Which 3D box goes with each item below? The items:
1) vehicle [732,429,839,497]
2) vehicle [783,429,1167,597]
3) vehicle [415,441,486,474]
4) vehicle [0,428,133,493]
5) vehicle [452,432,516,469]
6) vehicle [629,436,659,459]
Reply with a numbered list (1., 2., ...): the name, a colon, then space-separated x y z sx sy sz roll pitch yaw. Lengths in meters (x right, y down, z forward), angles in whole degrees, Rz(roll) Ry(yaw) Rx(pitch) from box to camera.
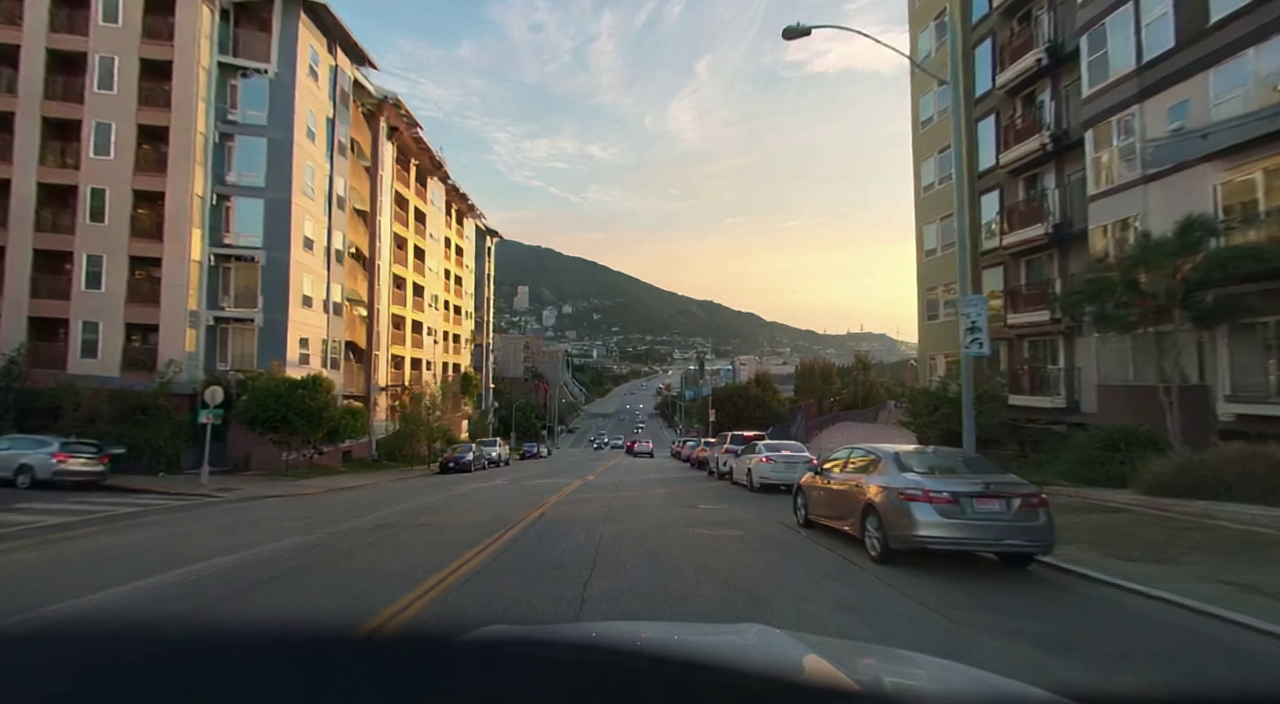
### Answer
1. vehicle: 3.731 2.892 16.721 1.946 1.607 3.082 0 -8 -3
2. vehicle: 3.486 1.765 8.008 2.107 1.439 4.938 0 -8 -1
3. vehicle: -9.528 5.346 32.162 2.089 1.549 4.597 0 -8 1
4. vehicle: -17.182 2.992 17.545 4.278 1.667 2.085 0 -8 -1
5. vehicle: -9.287 5.904 38.087 2.457 2.048 5.461 0 -8 0
6. vehicle: 0.270 7.507 49.692 2.261 1.740 4.065 0 -8 0
